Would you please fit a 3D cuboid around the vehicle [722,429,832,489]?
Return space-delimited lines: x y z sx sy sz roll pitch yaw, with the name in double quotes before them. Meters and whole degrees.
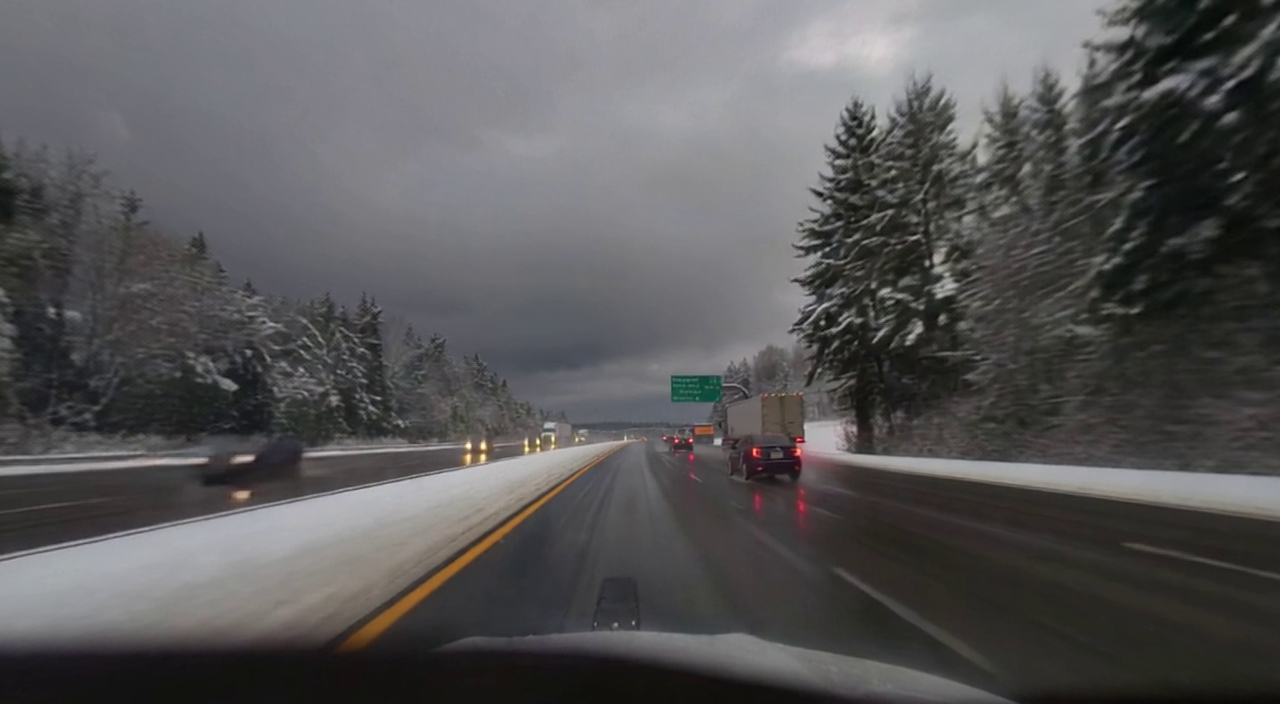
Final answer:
"vehicle" 3.766 3.013 18.203 1.986 1.501 4.529 0 -8 -2

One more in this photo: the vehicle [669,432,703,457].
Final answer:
"vehicle" 3.306 6.727 46.079 2.011 1.672 4.415 0 -8 -2

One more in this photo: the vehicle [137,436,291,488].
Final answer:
"vehicle" -13.116 3.369 19.806 1.755 1.420 4.471 0 -8 0
